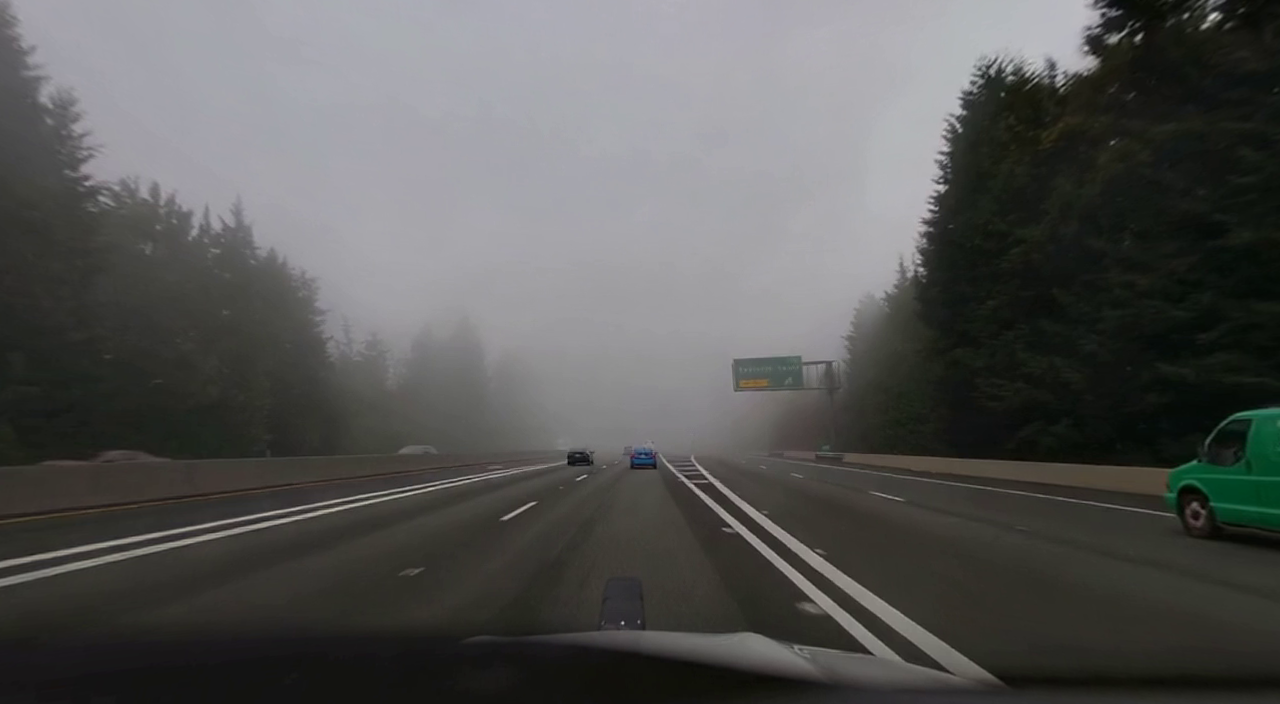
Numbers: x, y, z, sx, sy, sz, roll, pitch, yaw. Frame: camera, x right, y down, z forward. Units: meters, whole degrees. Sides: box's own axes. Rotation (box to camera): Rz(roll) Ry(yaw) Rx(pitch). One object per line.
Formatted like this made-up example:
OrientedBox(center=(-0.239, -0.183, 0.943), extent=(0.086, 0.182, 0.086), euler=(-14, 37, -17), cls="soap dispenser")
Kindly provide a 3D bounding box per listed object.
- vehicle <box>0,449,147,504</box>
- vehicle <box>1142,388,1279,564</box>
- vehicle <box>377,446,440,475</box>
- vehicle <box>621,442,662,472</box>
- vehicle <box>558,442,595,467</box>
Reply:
OrientedBox(center=(-16.888, 3.584, 18.519), extent=(1.797, 1.444, 3.697), euler=(0, -9, -1), cls="vehicle")
OrientedBox(center=(7.855, 1.255, 6.284), extent=(2.056, 1.855, 4.419), euler=(0, -9, 1), cls="vehicle")
OrientedBox(center=(-13.309, 6.250, 36.535), extent=(1.970, 1.518, 4.342), euler=(0, -9, 1), cls="vehicle")
OrientedBox(center=(0.028, 5.397, 32.498), extent=(2.002, 1.449, 3.612), euler=(0, -9, -1), cls="vehicle")
OrientedBox(center=(-3.906, 6.379, 39.319), extent=(1.877, 1.504, 3.799), euler=(0, -9, 1), cls="vehicle")
